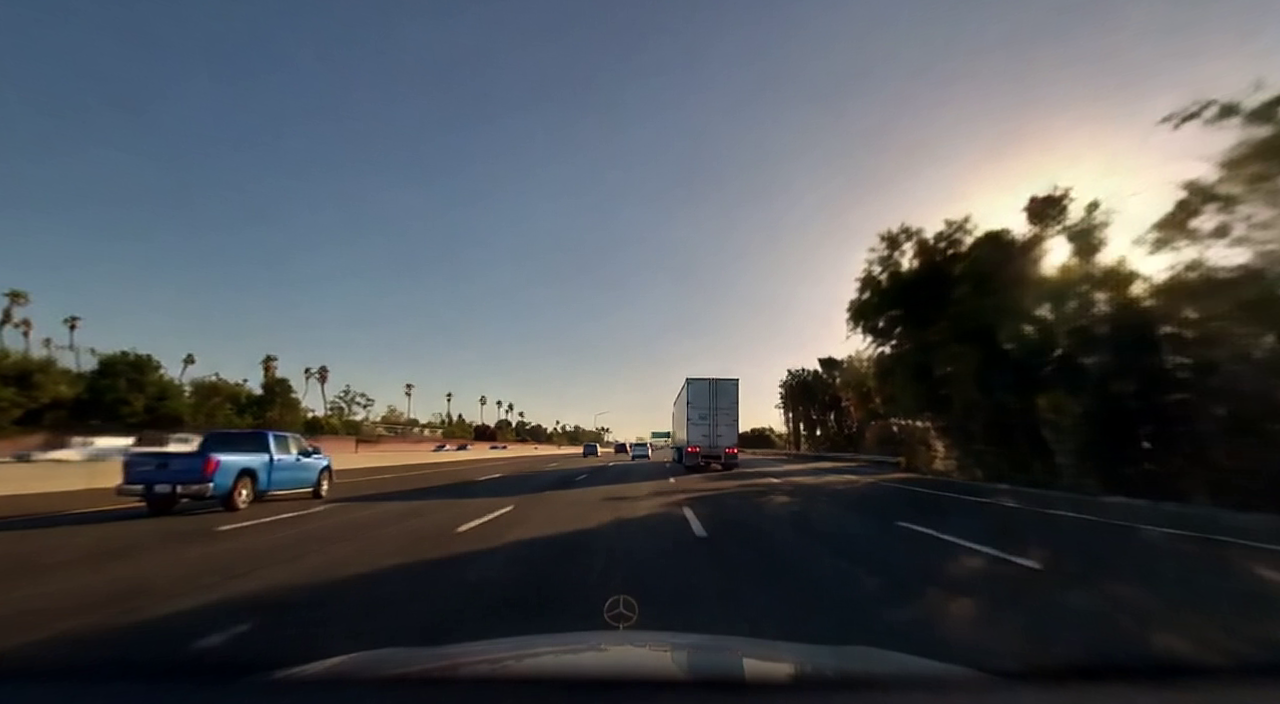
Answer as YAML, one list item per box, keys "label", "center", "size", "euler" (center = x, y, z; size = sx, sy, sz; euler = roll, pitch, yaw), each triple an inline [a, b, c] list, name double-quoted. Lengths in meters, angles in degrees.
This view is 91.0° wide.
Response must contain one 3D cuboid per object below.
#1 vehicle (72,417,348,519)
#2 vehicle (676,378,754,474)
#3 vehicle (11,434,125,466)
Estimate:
- label: "vehicle"
  center: [-8.515, 2.356, 13.283]
  size: [2.264, 1.728, 4.940]
  euler: [0, -9, 1]
- label: "vehicle"
  center: [3.710, 4.319, 35.640]
  size: [2.891, 4.123, 16.415]
  euler: [0, -8, 2]
- label: "vehicle"
  center: [-32.564, 5.578, 36.035]
  size: [1.945, 1.692, 4.734]
  euler: [0, -9, 2]
